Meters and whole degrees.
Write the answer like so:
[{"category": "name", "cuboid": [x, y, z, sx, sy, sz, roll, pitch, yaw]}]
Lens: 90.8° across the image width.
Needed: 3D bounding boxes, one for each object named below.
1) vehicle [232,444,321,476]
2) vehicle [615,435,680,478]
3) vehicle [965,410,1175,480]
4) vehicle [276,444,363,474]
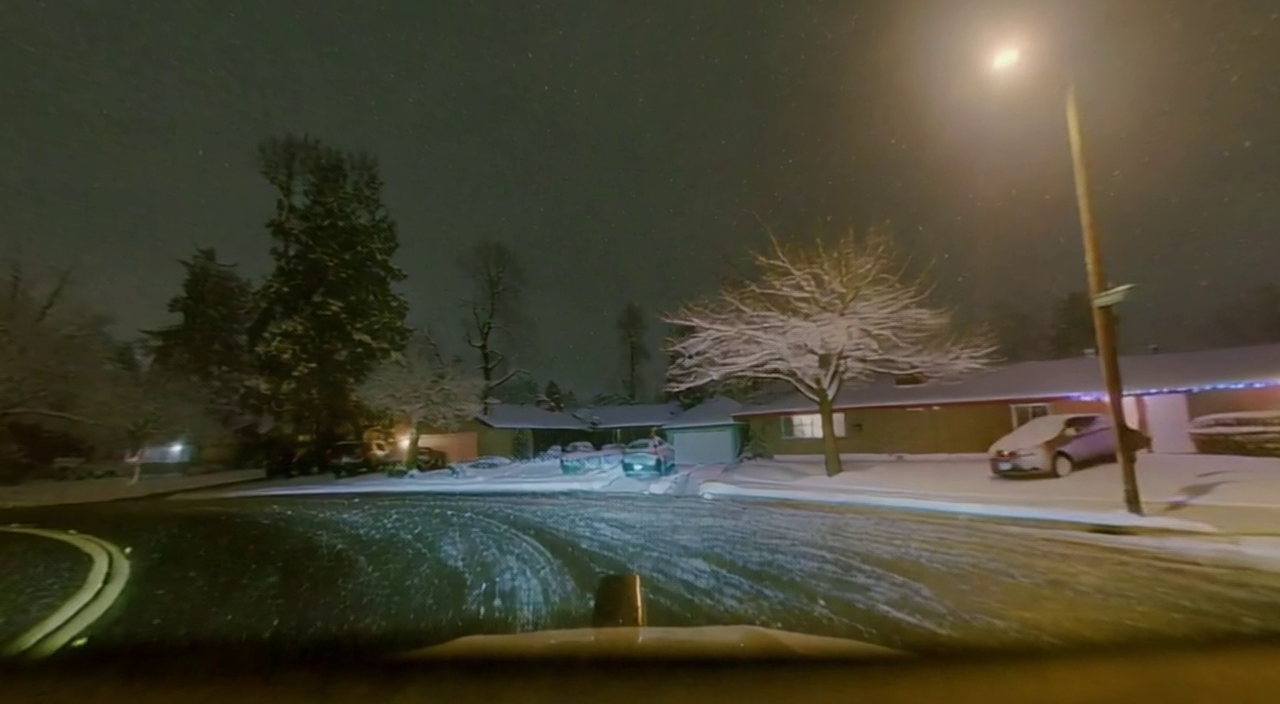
[{"category": "vehicle", "cuboid": [-19.979, 5.922, 34.939, 2.042, 1.633, 4.132, -1, -9, 8]}, {"category": "vehicle", "cuboid": [0.397, 4.176, 25.749, 1.819, 1.442, 4.329, -2, -6, 12]}, {"category": "vehicle", "cuboid": [11.440, 2.432, 16.856, 4.799, 1.451, 2.144, -1, -8, -21]}, {"category": "vehicle", "cuboid": [-17.353, 5.801, 34.461, 1.933, 1.477, 4.361, -1, -9, 9]}]
